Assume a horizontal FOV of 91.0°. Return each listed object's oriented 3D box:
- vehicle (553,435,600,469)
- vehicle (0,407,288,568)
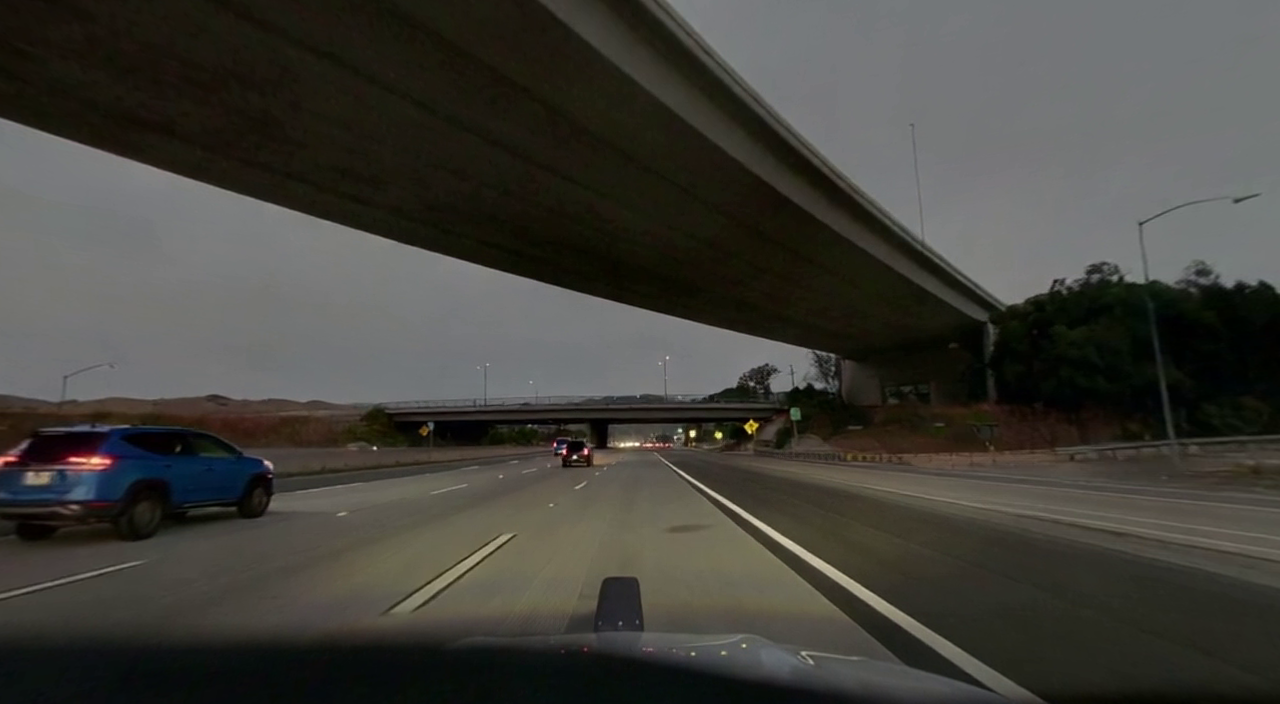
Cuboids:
[{"bbox_3d":[-3.653,5.849,37.085,2.144,1.847,4.850,0,-8,1],"label":"vehicle"},{"bbox_3d":[-7.516,1.791,9.121,2.092,1.712,4.627,0,-8,1],"label":"vehicle"}]
